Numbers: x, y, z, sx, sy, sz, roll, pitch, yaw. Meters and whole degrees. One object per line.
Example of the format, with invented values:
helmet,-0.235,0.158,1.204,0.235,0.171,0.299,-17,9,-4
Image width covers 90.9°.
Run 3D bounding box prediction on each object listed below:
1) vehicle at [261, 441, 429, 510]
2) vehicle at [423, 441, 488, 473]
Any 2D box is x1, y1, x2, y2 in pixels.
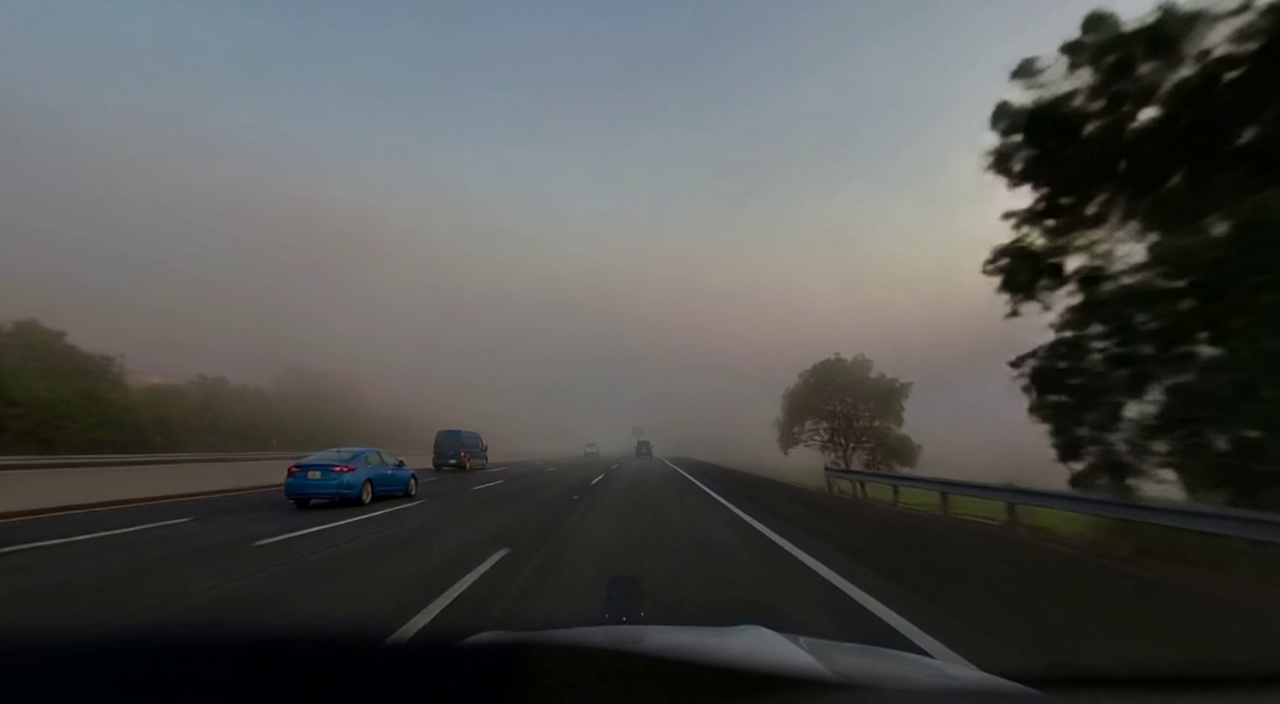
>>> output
vehicle,-7.270,3.048,16.224,1.981,1.486,4.735,0,-8,1
vehicle,-10.942,6.244,37.788,2.249,1.735,5.018,-1,-8,2
